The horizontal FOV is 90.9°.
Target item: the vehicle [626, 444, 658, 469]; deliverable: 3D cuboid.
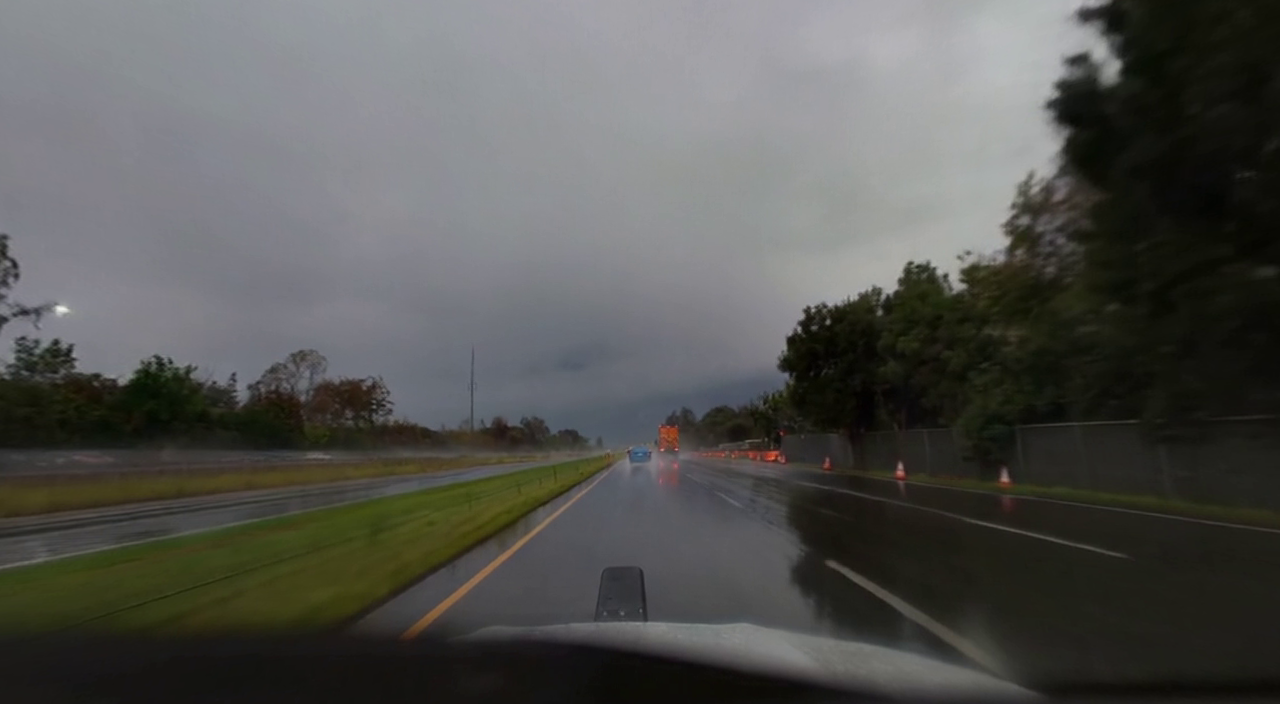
[{"bbox_3d":[0.111,7.003,42.358,2.065,1.573,3.734,0,-9,0],"label":"vehicle"}]
